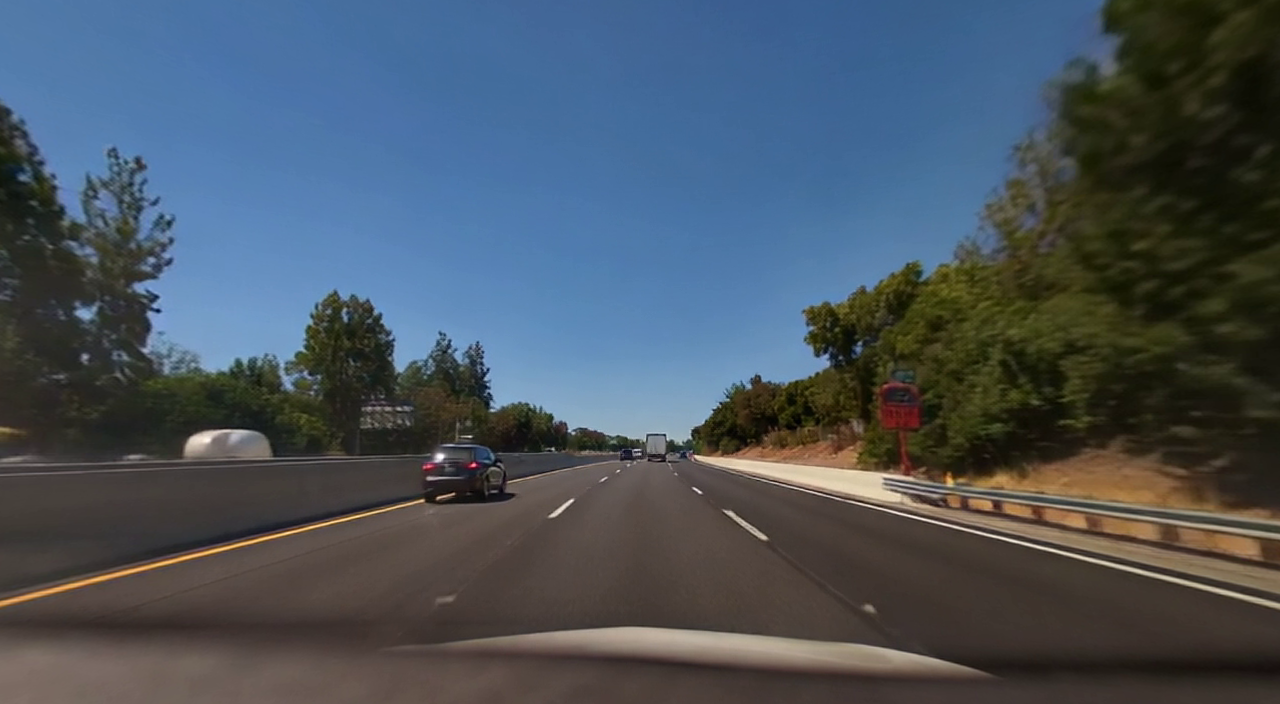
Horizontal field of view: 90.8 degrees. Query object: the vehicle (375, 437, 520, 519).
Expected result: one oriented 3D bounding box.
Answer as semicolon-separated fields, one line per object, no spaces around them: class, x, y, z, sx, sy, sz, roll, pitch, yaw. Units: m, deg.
vehicle;-4.164;2.787;14.454;2.035;1.595;4.022;0;-9;0
